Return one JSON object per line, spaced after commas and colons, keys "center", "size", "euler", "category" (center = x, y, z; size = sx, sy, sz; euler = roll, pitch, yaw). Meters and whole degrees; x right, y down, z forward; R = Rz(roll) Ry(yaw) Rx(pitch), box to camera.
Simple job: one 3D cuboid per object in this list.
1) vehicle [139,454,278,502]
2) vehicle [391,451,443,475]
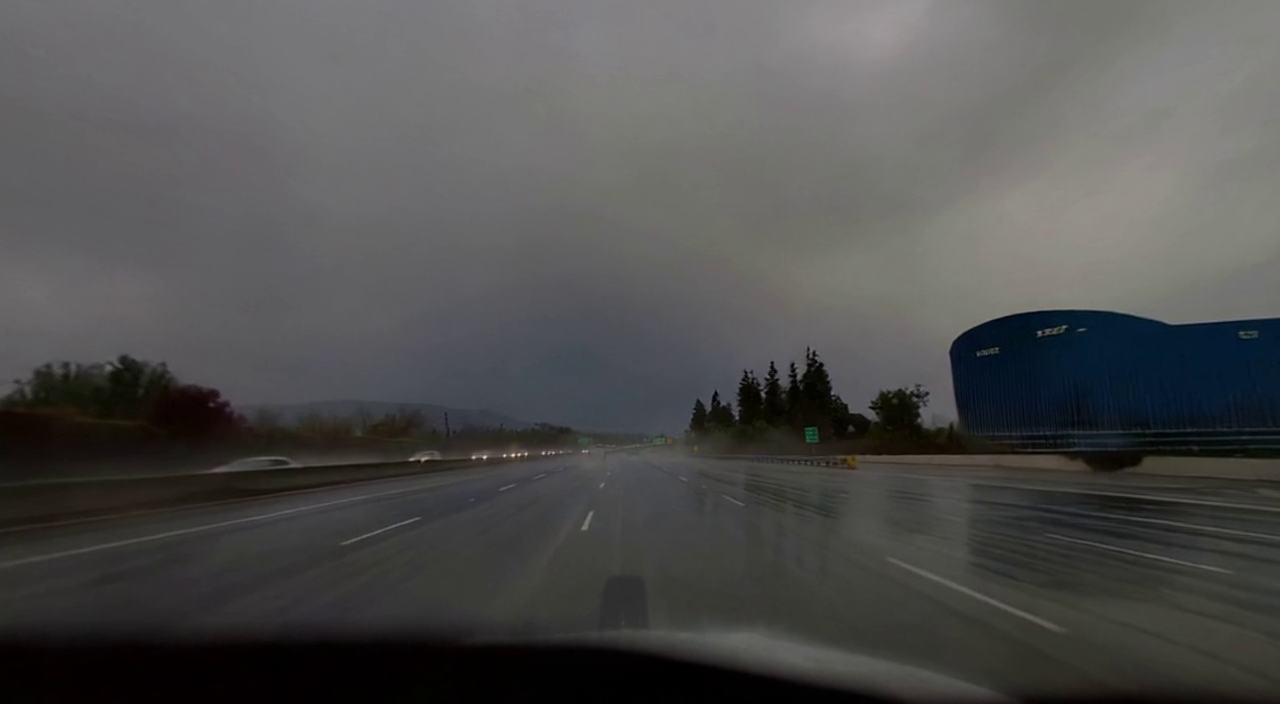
{"center": [-15.501, 4.507, 23.017], "size": [1.946, 1.531, 4.538], "euler": [0, -9, -2], "category": "vehicle"}
{"center": [-15.572, 7.763, 44.334], "size": [1.933, 1.537, 4.929], "euler": [0, -9, -1], "category": "vehicle"}
